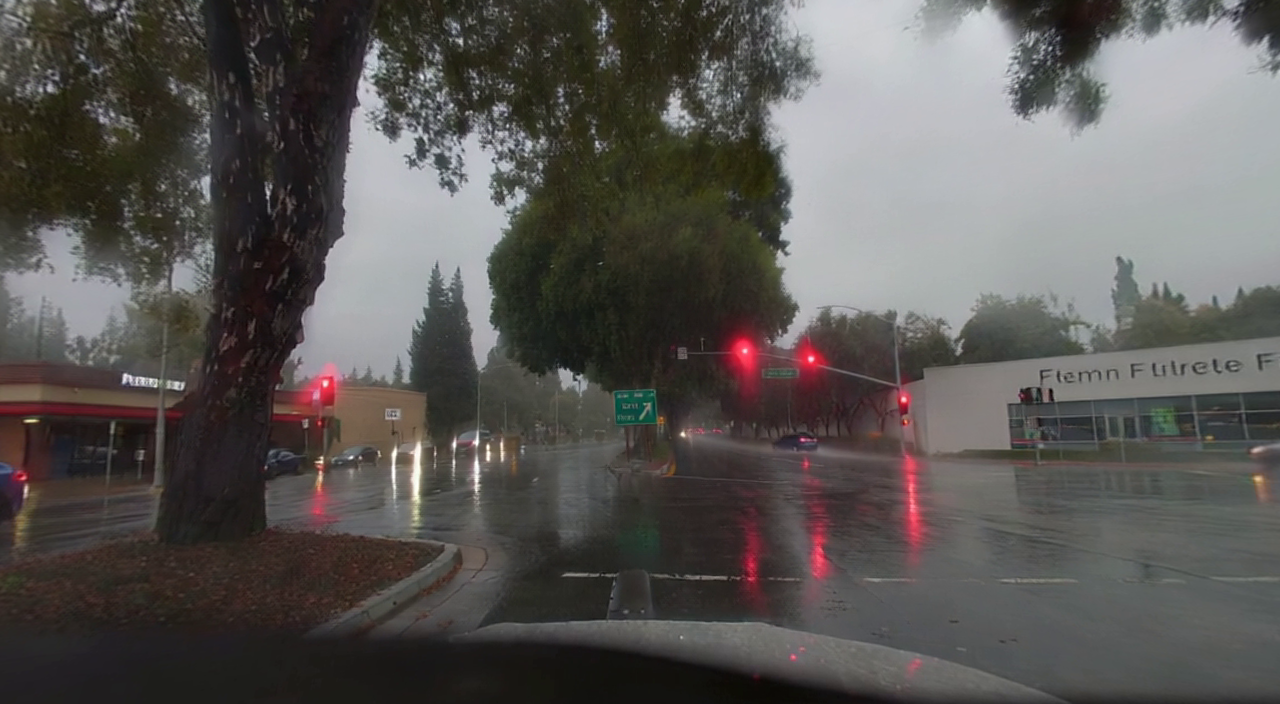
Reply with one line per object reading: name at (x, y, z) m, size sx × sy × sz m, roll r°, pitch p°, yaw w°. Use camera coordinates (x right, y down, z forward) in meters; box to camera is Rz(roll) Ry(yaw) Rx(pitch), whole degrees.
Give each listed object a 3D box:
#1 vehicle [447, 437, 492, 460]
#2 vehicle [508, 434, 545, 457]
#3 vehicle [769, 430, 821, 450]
vehicle at (-11.772, 6.689, 43.895) m, size 2.111 × 1.499 × 4.371 m, roll 0°, pitch -9°, yaw -3°
vehicle at (-8.048, 6.661, 45.088) m, size 1.920 × 1.546 × 4.086 m, roll 0°, pitch -9°, yaw -1°
vehicle at (11.856, 6.833, 48.601) m, size 1.781 × 1.448 × 4.560 m, roll 2°, pitch -9°, yaw -16°
